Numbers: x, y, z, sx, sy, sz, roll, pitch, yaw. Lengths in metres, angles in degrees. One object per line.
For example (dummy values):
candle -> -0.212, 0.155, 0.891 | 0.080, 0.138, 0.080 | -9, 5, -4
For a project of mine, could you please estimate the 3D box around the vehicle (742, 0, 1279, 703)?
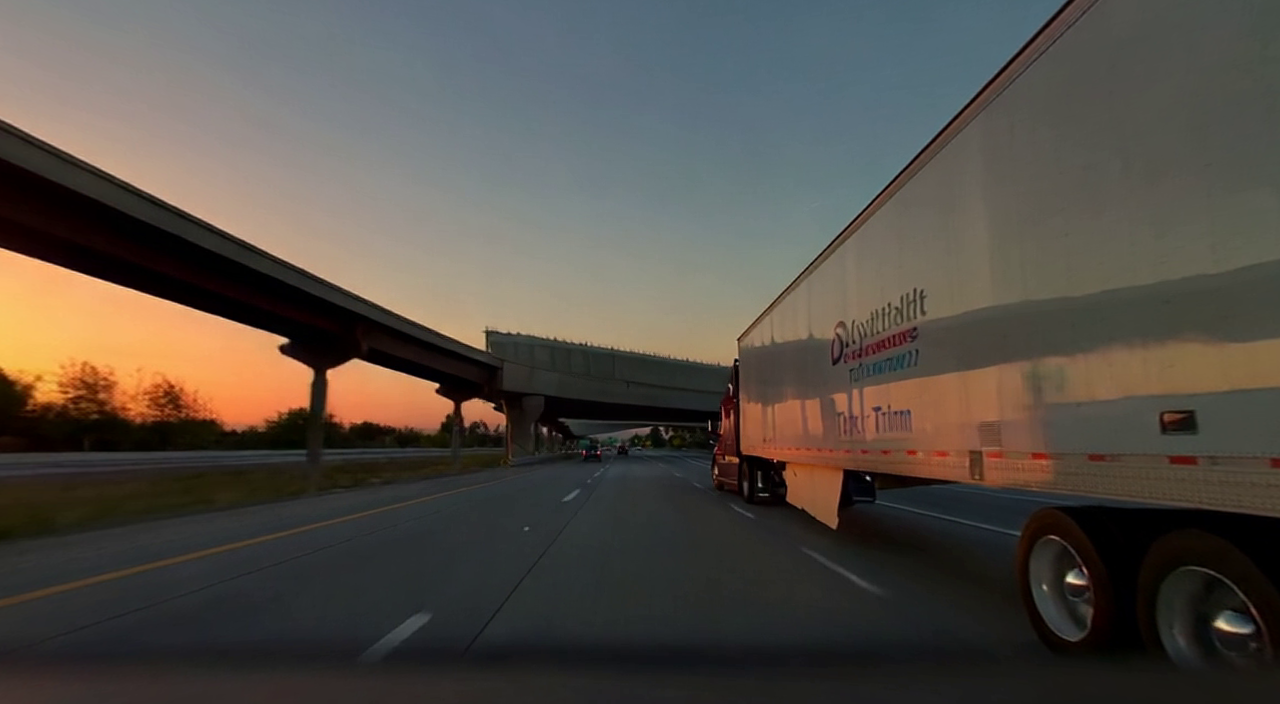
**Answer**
vehicle -> 3.902, 0.563, 8.662 | 2.962, 4.132, 12.720 | 0, -8, 1
